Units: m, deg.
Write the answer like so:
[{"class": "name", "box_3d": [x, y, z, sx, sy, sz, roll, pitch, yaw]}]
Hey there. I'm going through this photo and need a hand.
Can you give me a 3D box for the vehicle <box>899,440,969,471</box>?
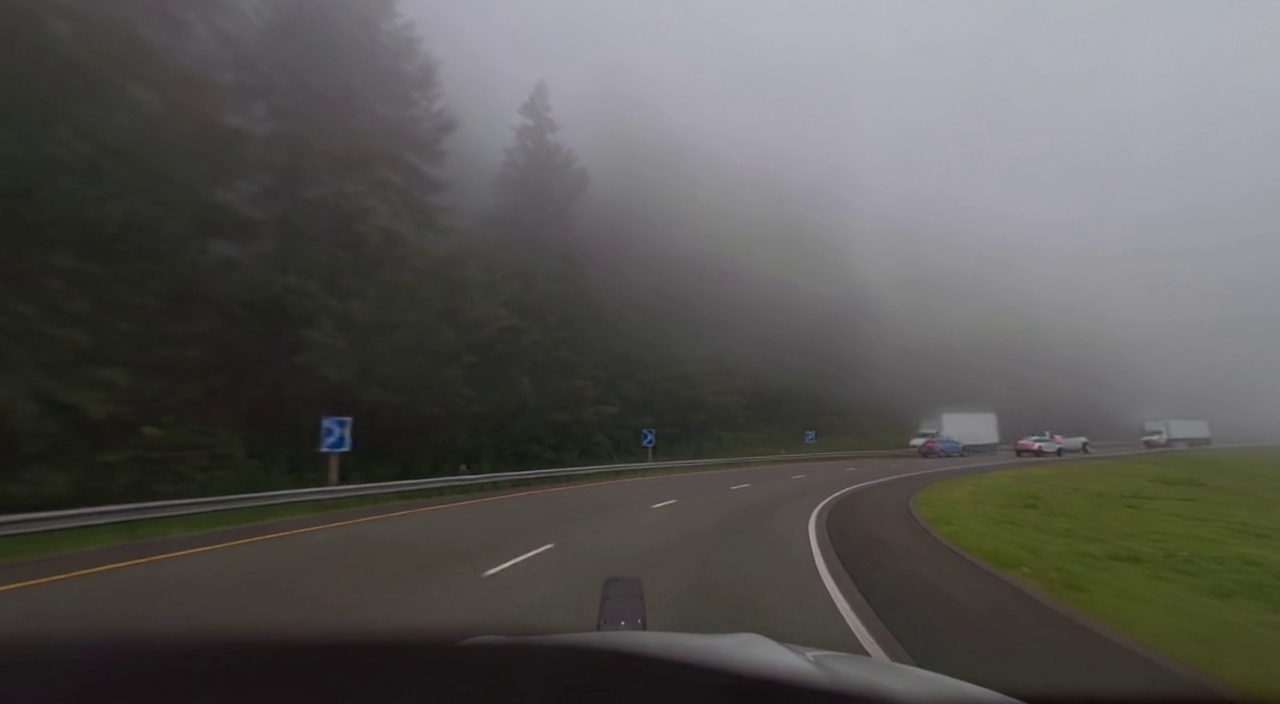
[{"class": "vehicle", "box_3d": [16.951, 5.946, 36.226, 2.221, 1.674, 4.325, -9, -13, 43]}]
